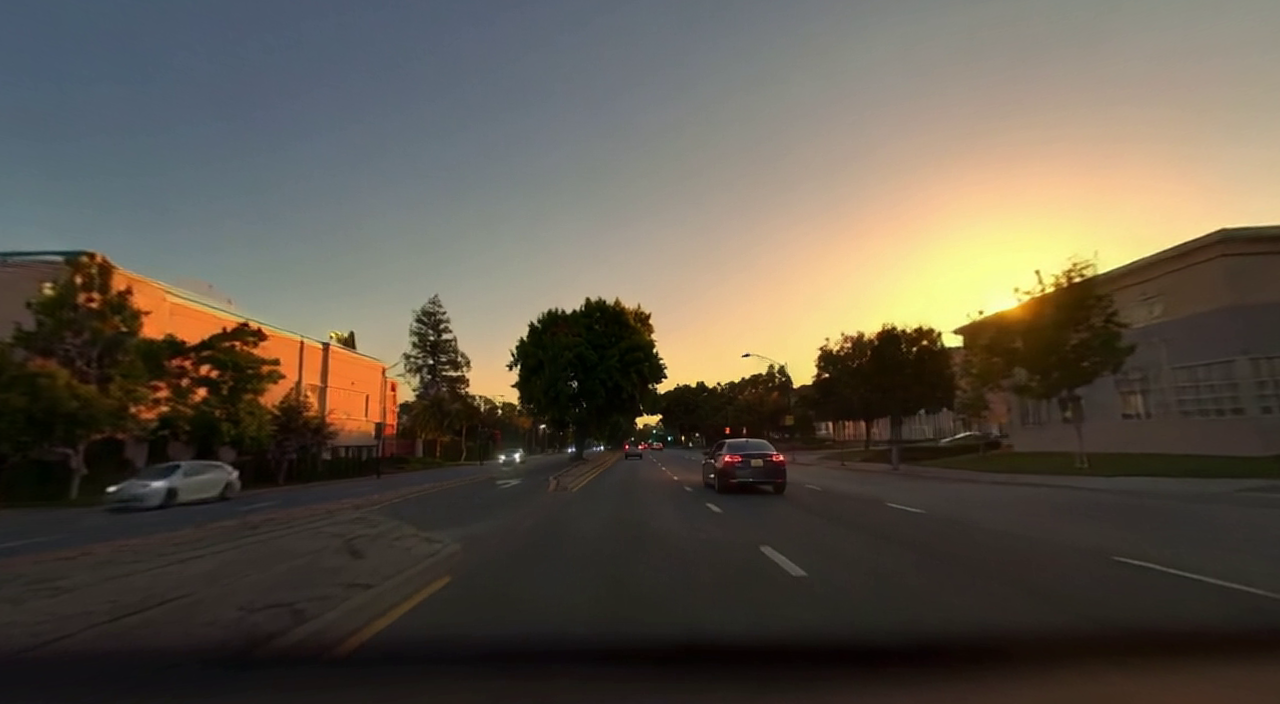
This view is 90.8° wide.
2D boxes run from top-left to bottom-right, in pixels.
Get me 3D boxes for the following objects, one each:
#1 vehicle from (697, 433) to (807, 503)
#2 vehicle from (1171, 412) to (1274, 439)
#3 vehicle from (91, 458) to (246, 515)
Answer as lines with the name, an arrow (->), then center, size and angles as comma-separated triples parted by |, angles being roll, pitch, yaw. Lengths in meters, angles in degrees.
vehicle -> 2.868, 3.085, 17.316 | 1.995, 1.616, 4.729 | 0, -8, -2
vehicle -> 34.146, 4.355, 37.107 | 4.273, 1.517, 1.815 | 0, -8, -2
vehicle -> -16.104, 4.571, 21.944 | 1.913, 1.658, 4.465 | 0, -8, 0
